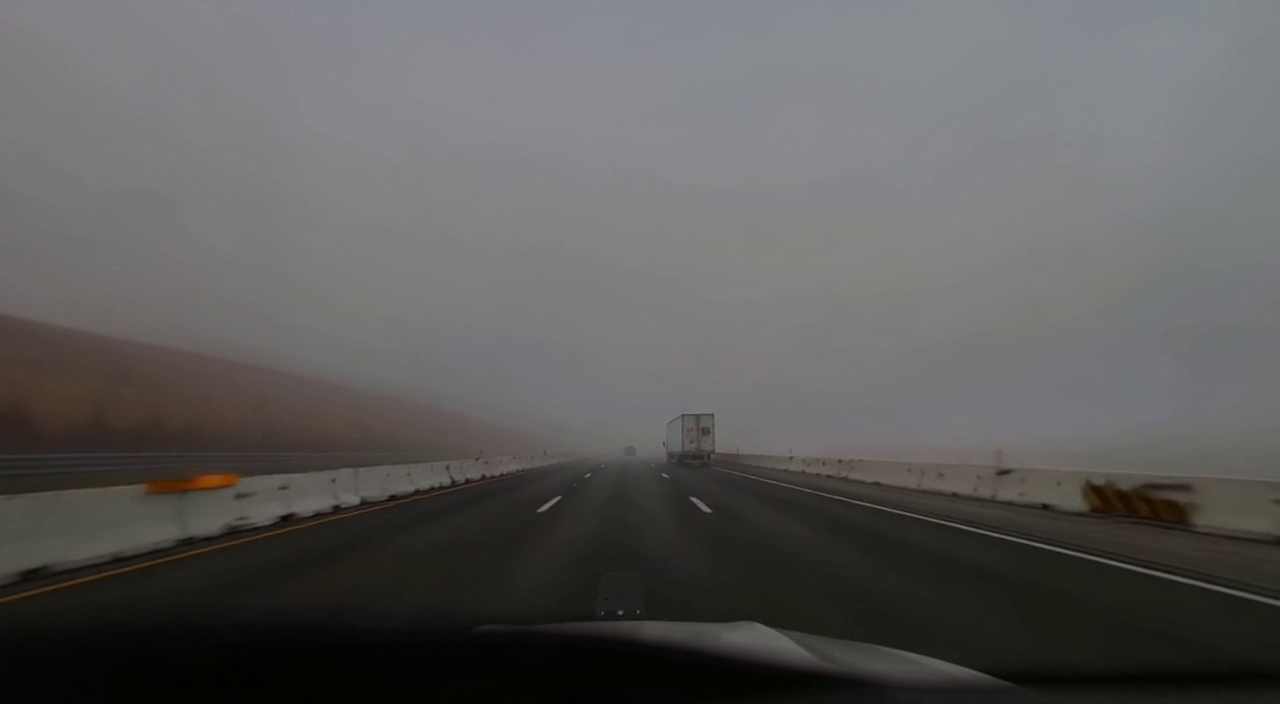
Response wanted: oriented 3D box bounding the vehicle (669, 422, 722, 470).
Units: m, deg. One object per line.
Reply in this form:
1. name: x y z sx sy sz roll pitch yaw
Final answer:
1. vehicle: 3.220 5.620 37.717 2.527 2.682 4.082 0 -9 -4
